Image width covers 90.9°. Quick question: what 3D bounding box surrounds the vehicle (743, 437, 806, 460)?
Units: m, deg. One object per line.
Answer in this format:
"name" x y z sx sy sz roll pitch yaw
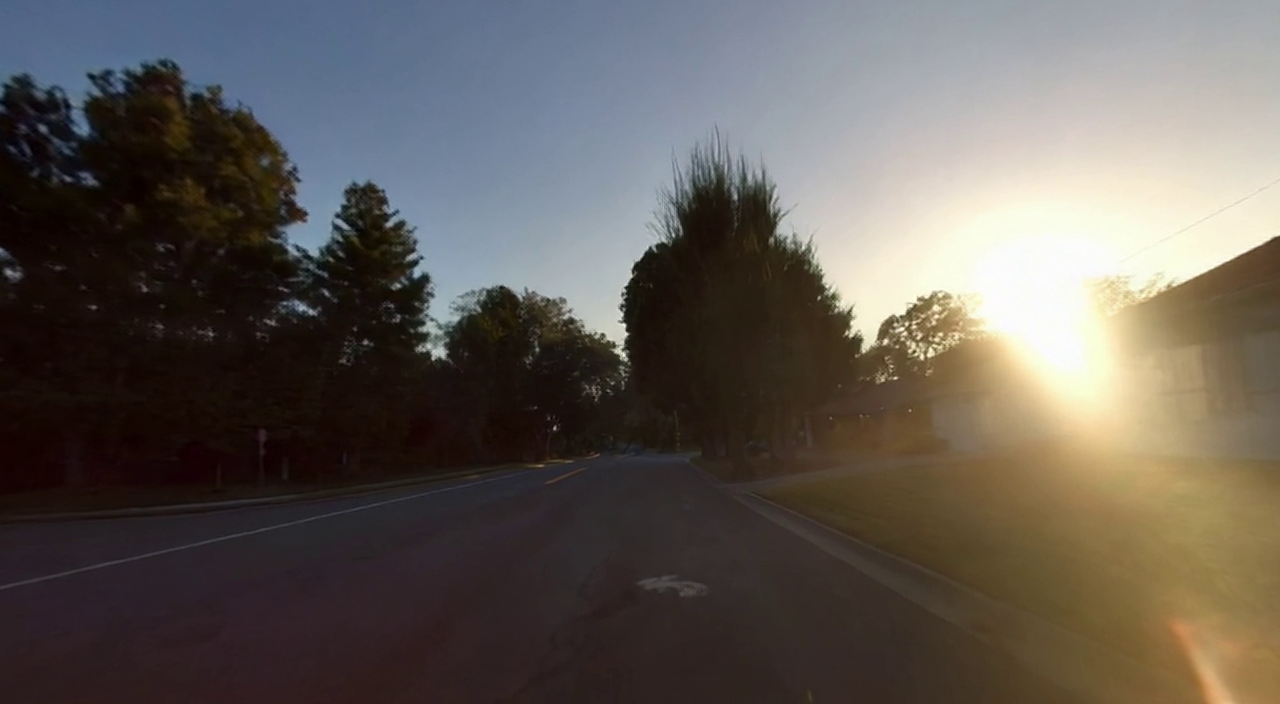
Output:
"vehicle" 9.654 6.962 45.531 4.153 1.605 1.835 1 -7 -1
